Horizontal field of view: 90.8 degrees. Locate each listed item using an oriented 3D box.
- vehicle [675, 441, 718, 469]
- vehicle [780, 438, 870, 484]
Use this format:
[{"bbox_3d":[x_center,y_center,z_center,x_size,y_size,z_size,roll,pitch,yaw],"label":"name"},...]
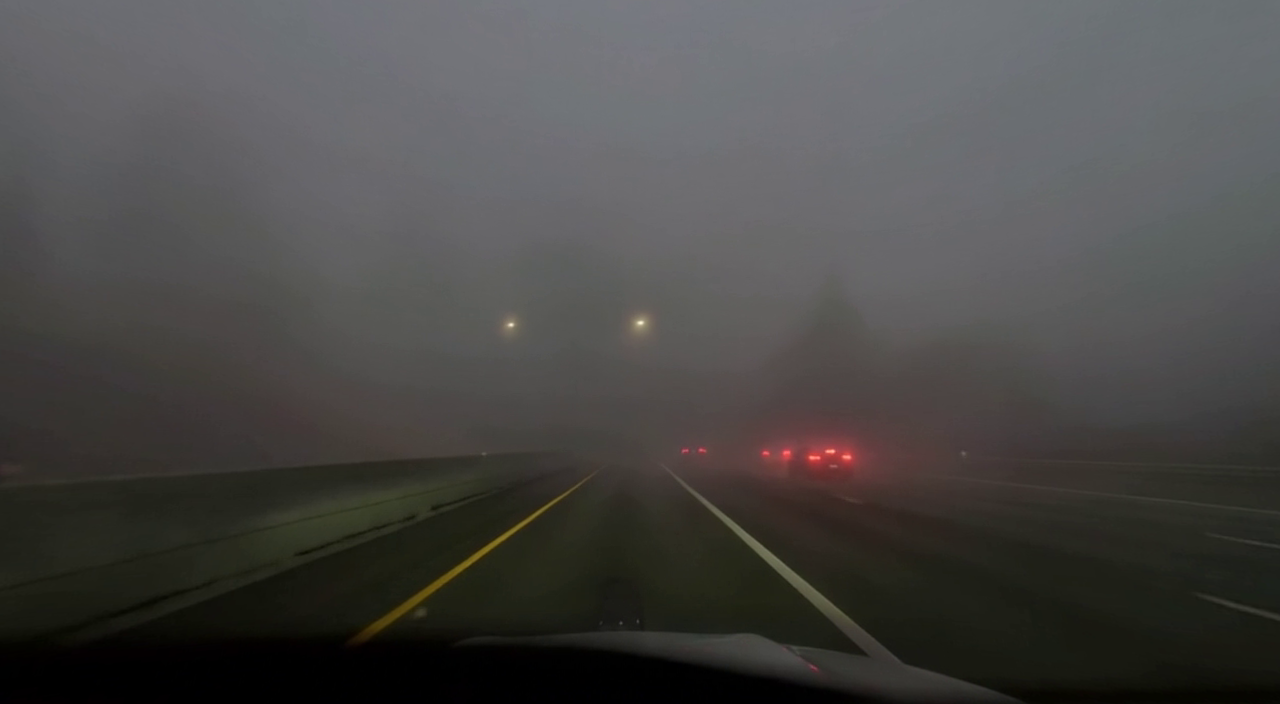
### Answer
[{"bbox_3d":[3.265,6.049,37.337,2.056,1.553,4.320,0,-8,-1],"label":"vehicle"},{"bbox_3d":[6.690,3.977,23.290,2.038,1.528,3.910,0,-9,-1],"label":"vehicle"}]
